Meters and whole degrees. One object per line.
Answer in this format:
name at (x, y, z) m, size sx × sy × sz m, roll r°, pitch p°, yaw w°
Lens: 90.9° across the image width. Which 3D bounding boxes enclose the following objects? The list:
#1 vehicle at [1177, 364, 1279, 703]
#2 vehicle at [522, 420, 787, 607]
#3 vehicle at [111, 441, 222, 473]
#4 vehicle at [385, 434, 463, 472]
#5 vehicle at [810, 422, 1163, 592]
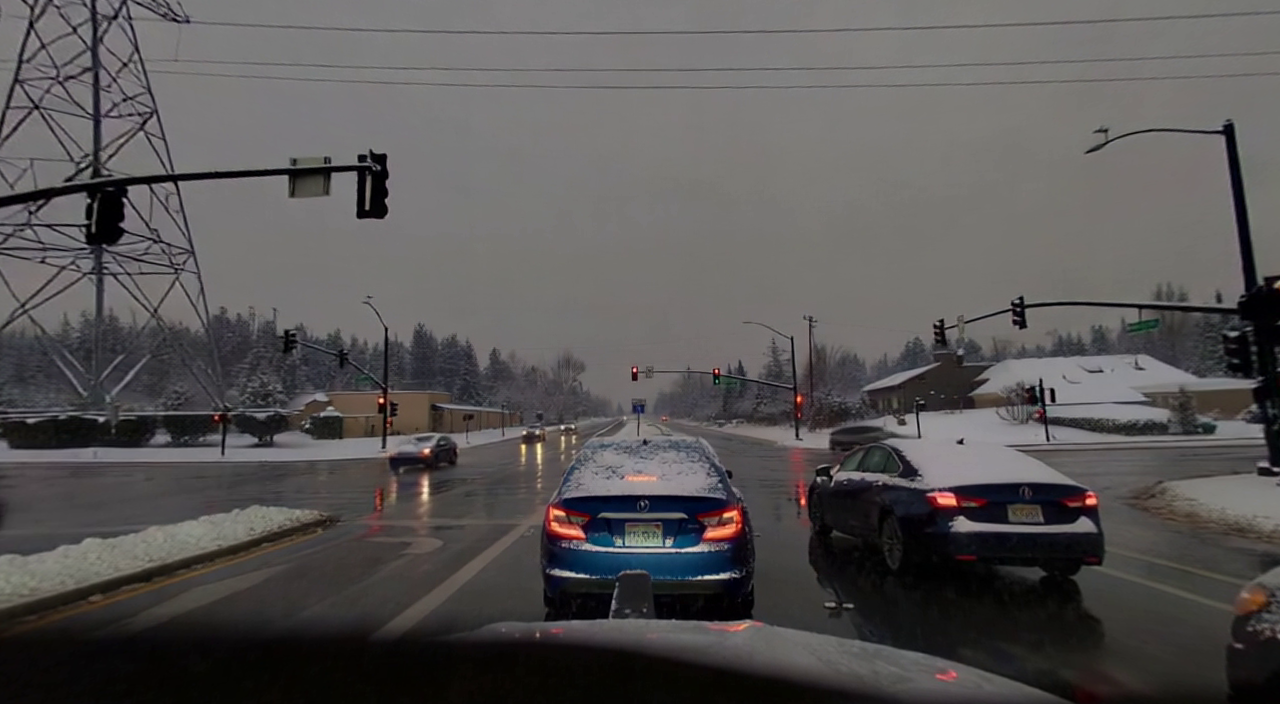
vehicle at (3.403, 0.589, 0.630) m, size 1.926 × 1.614 × 4.330 m, roll 0°, pitch -8°, yaw 1°
vehicle at (0.103, 1.597, 7.129) m, size 2.117 × 1.474 × 4.036 m, roll 0°, pitch -8°, yaw 0°
vehicle at (-26.043, 5.770, 34.786) m, size 4.417 × 1.637 × 1.956 m, roll 0°, pitch -8°, yaw -2°
vehicle at (-9.622, 4.525, 28.402) m, size 1.910 × 1.537 × 4.123 m, roll -1°, pitch -8°, yaw 2°
vehicle at (3.643, 1.684, 7.725) m, size 1.835 × 1.473 × 4.190 m, roll 0°, pitch -8°, yaw -2°
